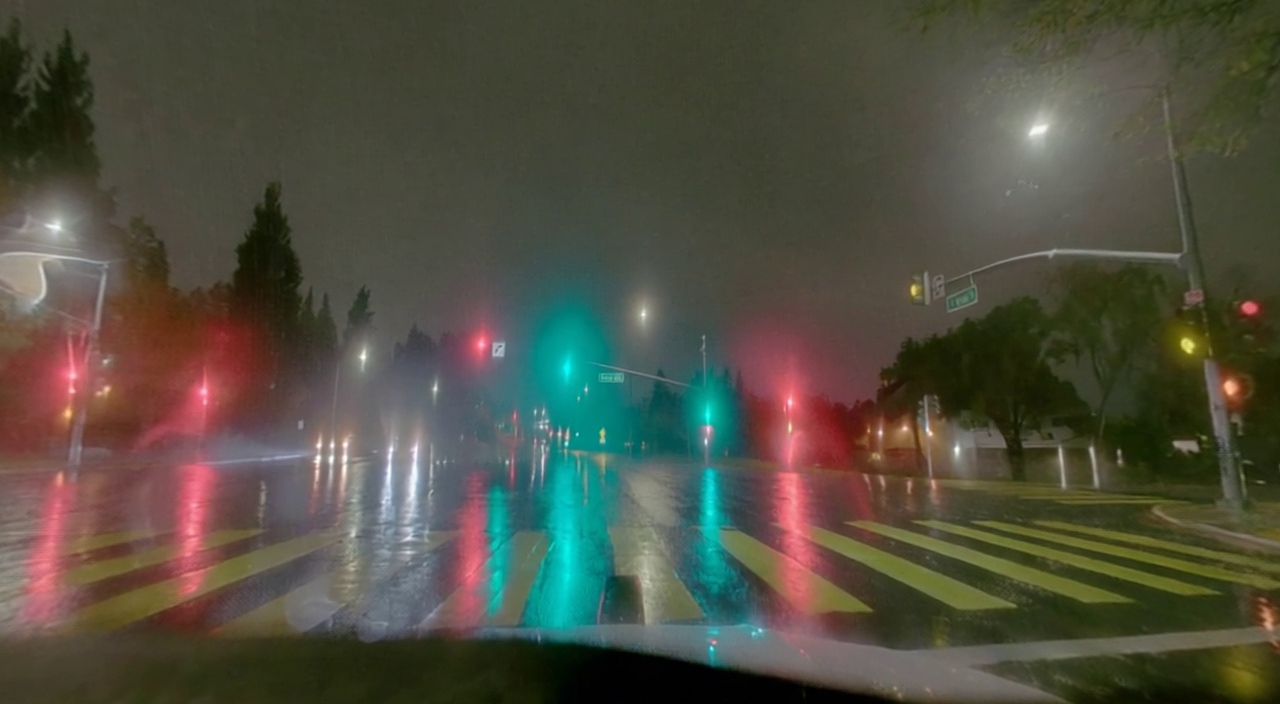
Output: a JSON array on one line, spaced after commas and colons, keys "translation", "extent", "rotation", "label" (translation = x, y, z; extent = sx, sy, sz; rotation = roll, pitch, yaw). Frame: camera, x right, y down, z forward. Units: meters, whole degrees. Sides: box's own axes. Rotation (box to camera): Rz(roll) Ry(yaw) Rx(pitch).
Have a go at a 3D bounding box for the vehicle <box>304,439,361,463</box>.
[{"translation": [-19.778, 6.383, 40.795], "extent": [1.918, 1.432, 4.433], "rotation": [1, -9, -7], "label": "vehicle"}]
